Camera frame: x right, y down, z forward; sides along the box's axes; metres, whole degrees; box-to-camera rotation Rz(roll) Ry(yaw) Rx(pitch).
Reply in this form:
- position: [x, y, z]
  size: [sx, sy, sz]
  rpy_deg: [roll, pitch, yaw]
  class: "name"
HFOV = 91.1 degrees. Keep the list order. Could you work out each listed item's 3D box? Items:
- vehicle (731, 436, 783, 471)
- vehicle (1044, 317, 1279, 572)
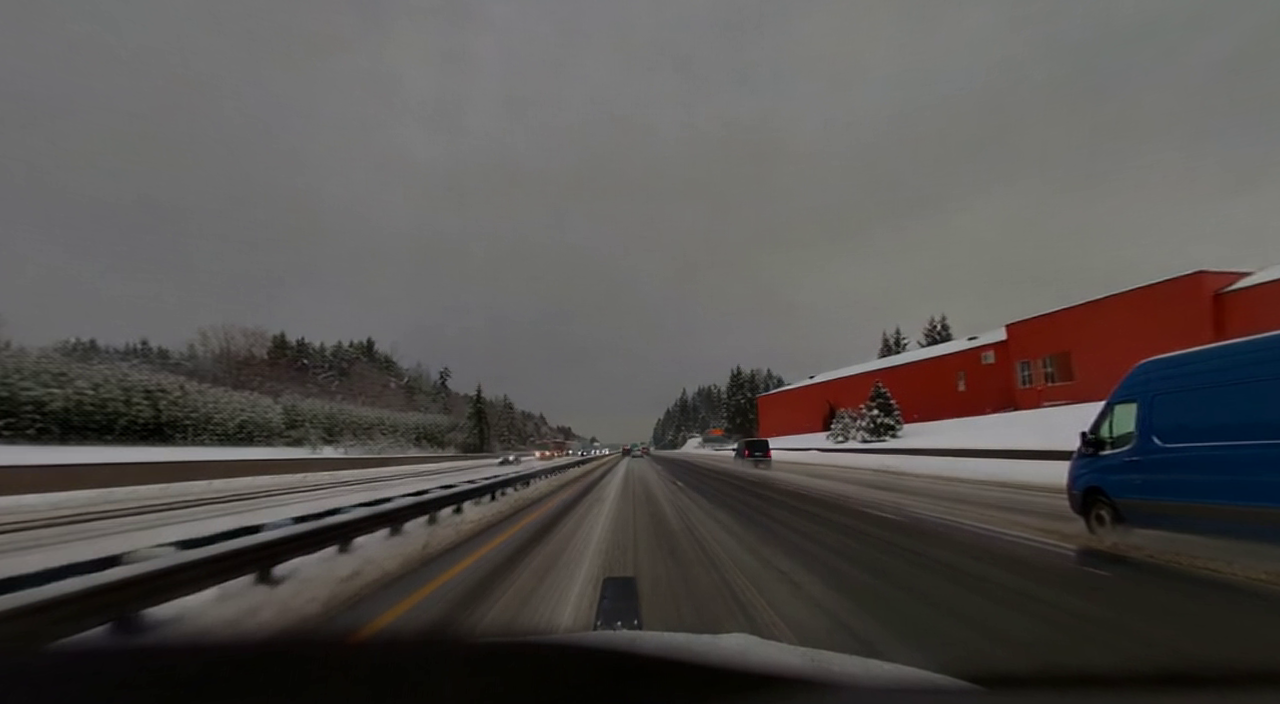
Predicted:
- position: [7.087, 6.219, 38.680]
  size: [2.156, 1.943, 5.010]
  rpy_deg: [0, -9, -1]
  class: "vehicle"
- position: [7.801, 1.045, 7.104]
  size: [2.283, 2.631, 6.053]
  rpy_deg: [0, -9, -1]
  class: "vehicle"
